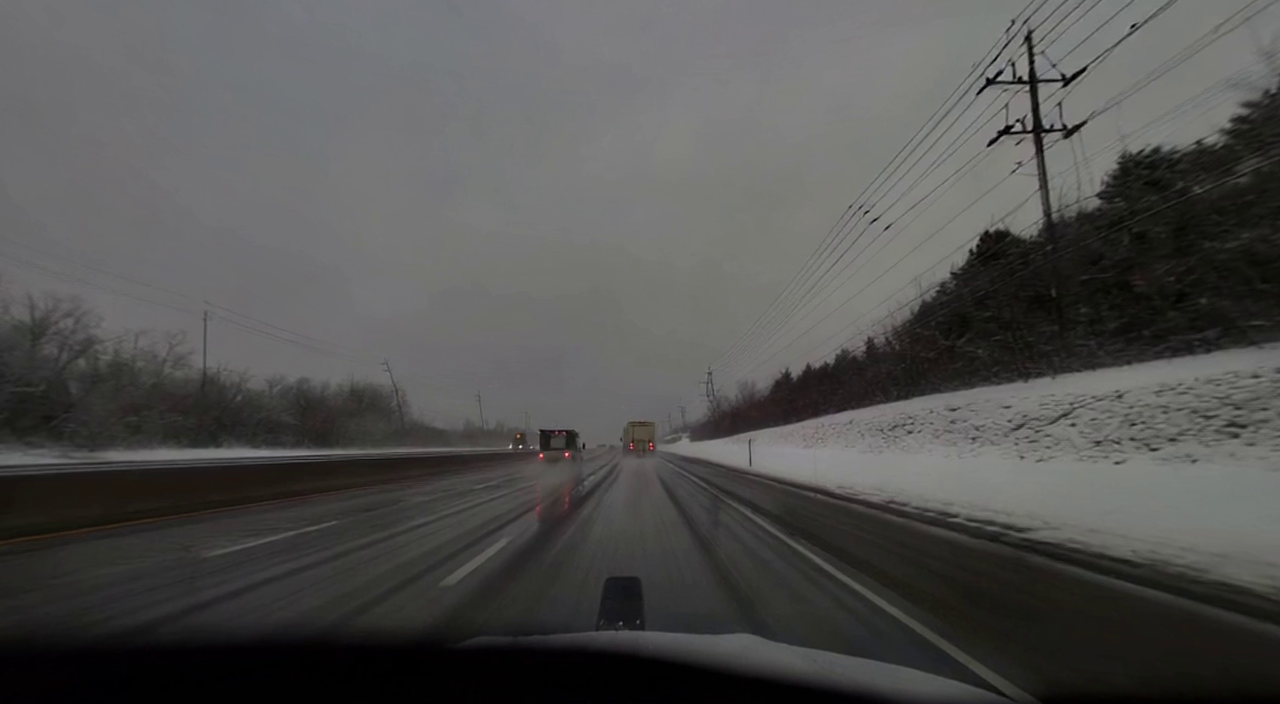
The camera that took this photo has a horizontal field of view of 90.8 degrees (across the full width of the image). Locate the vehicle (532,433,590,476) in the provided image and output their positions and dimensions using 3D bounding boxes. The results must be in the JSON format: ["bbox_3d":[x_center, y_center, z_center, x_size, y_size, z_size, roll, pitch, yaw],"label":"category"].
[{"bbox_3d":[-3.810,5.066,31.353,2.207,1.949,4.911,0,-9,1],"label":"vehicle"}]
